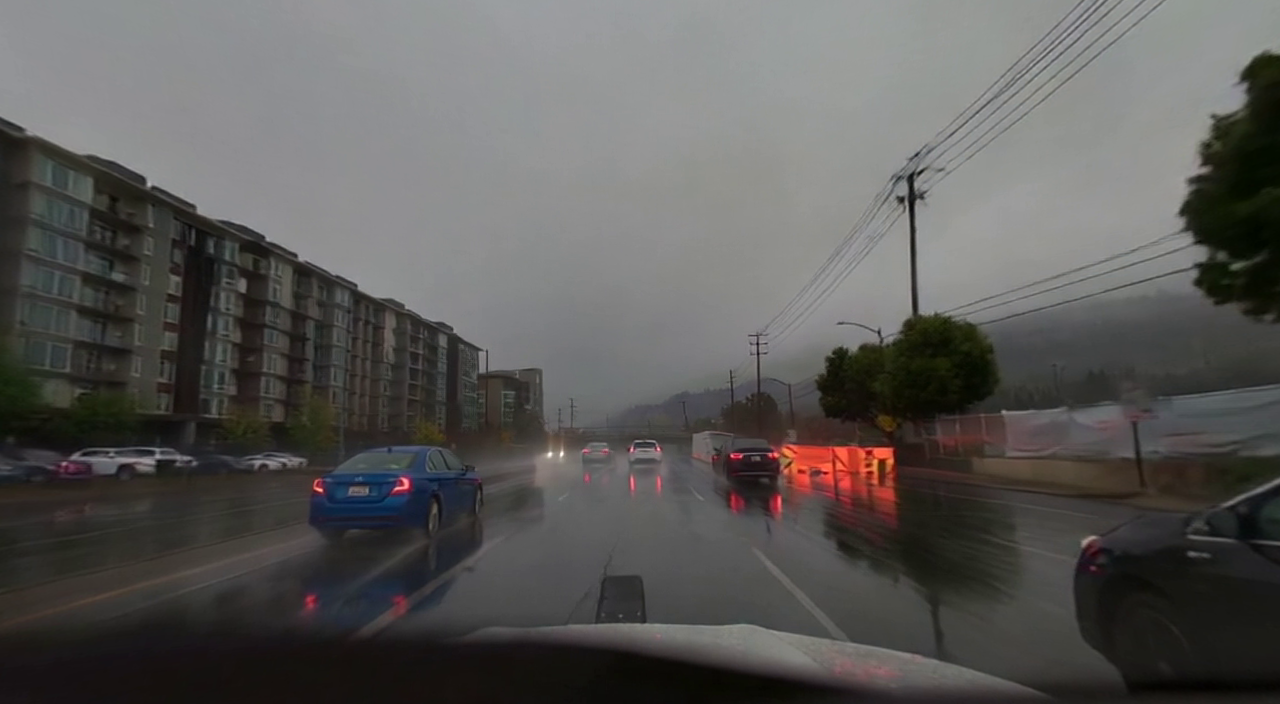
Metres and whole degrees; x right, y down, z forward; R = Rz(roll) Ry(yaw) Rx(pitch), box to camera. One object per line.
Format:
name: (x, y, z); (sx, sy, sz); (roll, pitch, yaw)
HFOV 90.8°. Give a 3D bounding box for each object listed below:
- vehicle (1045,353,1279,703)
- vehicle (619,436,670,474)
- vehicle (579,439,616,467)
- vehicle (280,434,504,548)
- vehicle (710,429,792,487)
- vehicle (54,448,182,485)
vehicle: (3.312, 0.693, 1.546); (1.975, 1.598, 4.025); (-1, -8, 1)
vehicle: (0.219, 5.051, 31.140); (2.291, 1.714, 4.217); (0, -8, 0)
vehicle: (-2.937, 7.130, 44.858); (2.190, 1.832, 4.417); (-1, -8, 1)
vehicle: (-3.742, 2.153, 10.509); (1.968, 1.473, 4.209); (0, -8, 1)
vehicle: (3.727, 3.646, 22.071); (2.029, 1.797, 4.218); (0, -8, -1)
vehicle: (-35.848, 7.830, 43.558); (6.501, 2.400, 2.366); (0, -8, -2)
